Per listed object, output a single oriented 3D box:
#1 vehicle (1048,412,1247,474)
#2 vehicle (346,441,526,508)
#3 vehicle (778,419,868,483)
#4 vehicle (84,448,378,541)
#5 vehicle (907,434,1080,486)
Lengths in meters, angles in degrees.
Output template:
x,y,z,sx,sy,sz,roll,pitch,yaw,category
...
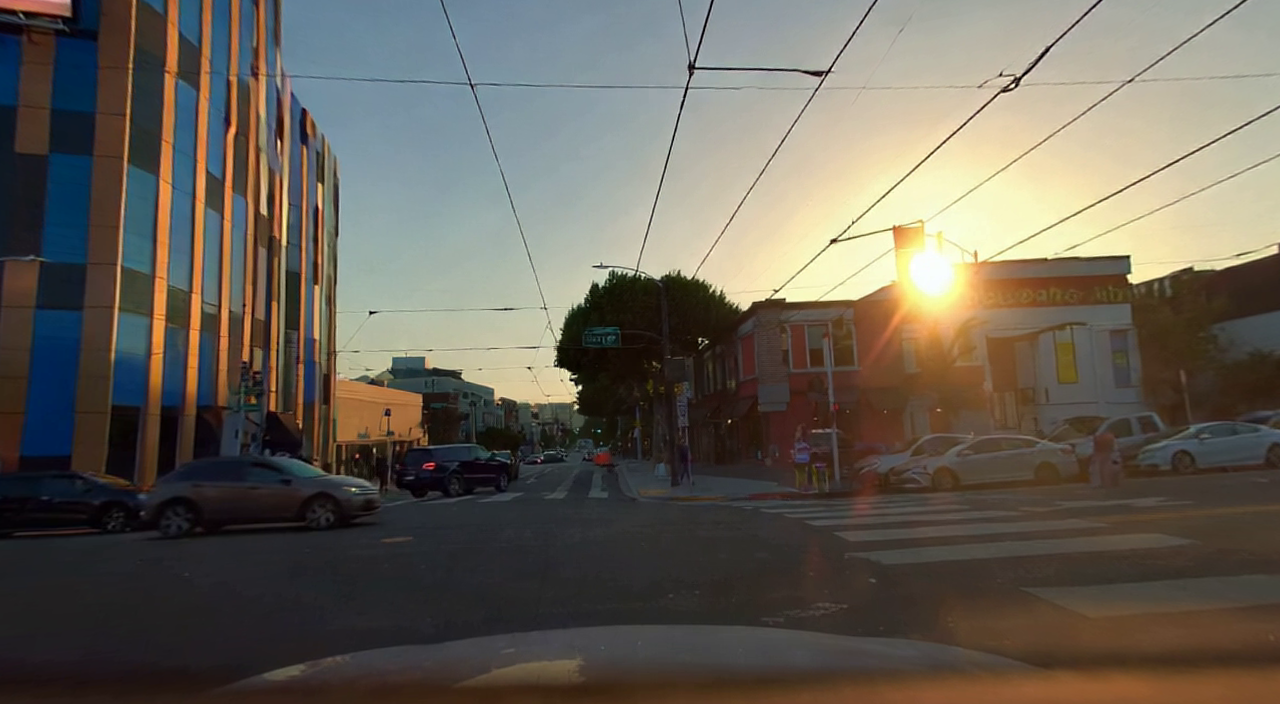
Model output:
x,y,z,sx,sy,sz,roll,pitch,yaw,category
16.776,3.026,21.066,4.944,1.946,1.952,0,-8,-3,vehicle
-6.580,3.908,20.819,5.120,1.910,2.137,7,-11,-41,vehicle
7.548,4.082,26.628,2.316,2.425,4.466,1,-7,-2,vehicle
-8.269,2.895,13.286,4.629,1.696,2.098,1,-9,-6,vehicle
11.411,3.493,20.543,4.697,1.510,1.596,0,-9,-4,vehicle
